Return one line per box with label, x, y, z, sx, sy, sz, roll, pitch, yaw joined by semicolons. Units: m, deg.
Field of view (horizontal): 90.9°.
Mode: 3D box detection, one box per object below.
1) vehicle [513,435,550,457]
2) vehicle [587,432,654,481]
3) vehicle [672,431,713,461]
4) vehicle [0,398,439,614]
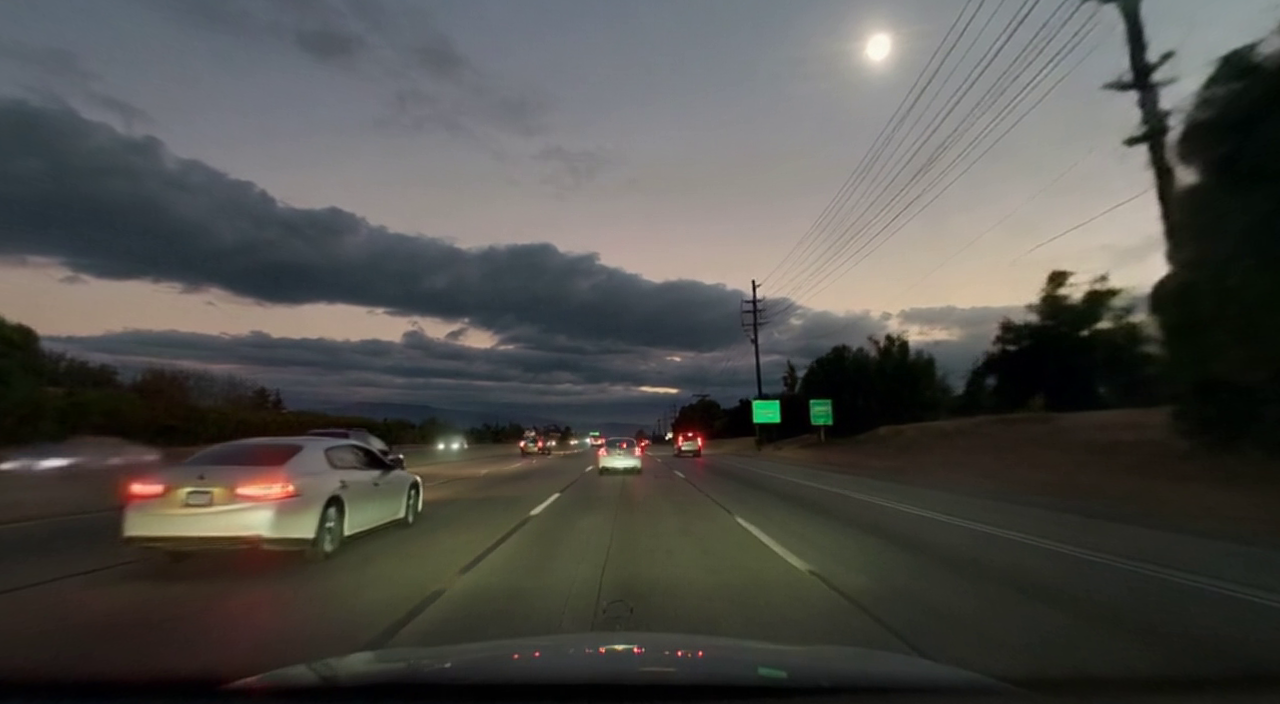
vehicle;-7.735;6.738;45.314;1.992;1.494;4.133;0;-8;0
vehicle;-0.635;3.507;21.493;2.086;1.488;3.440;0;-8;-1
vehicle;3.166;5.761;38.772;1.950;1.695;4.446;1;-8;-2
vehicle;-3.951;1.465;7.090;1.901;1.601;4.610;0;-8;-1
